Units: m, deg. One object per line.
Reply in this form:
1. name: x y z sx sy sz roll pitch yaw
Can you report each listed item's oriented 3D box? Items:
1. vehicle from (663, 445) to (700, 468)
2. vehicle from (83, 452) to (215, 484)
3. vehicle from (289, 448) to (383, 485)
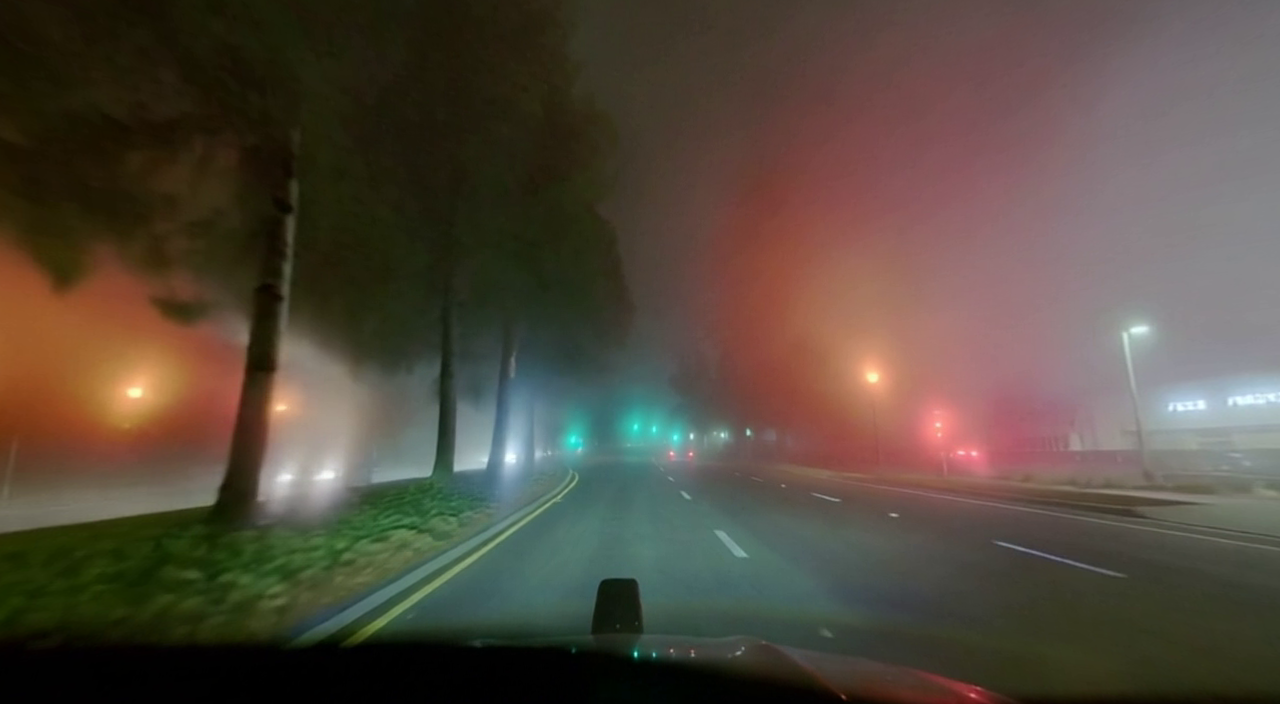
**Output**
1. vehicle: 2.753 7.017 42.533 2.015 1.479 4.444 0 -9 -2
2. vehicle: -29.691 7.030 38.213 6.013 1.767 2.250 0 -8 -3
3. vehicle: -13.478 5.084 28.253 1.902 1.481 4.518 0 -9 0
